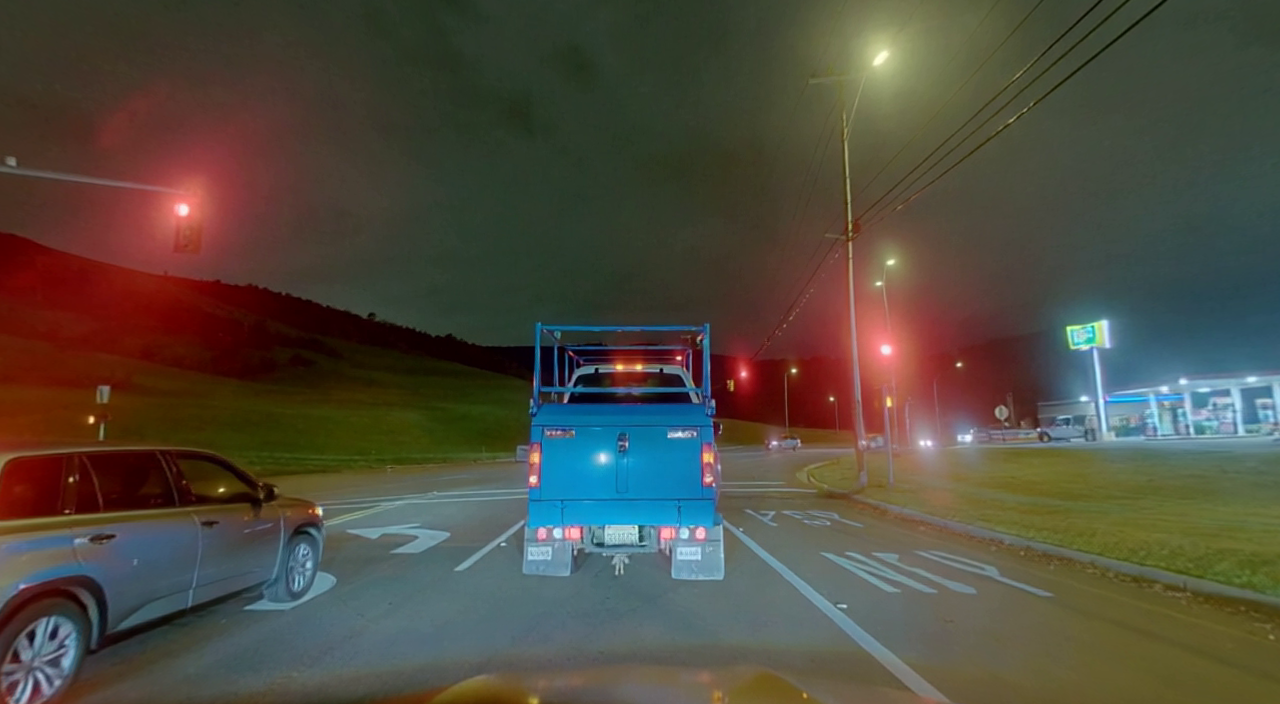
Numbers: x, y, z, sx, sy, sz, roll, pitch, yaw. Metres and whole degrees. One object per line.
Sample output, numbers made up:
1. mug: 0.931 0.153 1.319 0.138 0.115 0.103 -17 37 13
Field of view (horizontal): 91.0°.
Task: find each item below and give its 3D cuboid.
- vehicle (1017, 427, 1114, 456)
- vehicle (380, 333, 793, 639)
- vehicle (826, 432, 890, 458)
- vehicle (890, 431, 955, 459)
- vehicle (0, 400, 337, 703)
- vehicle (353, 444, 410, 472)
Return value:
1. vehicle: 25.565 5.401 37.917 4.419 1.496 1.854 -2 -9 1
2. vehicle: -0.423 1.326 7.198 2.859 2.144 5.406 0 -9 -1
3. vehicle: 16.090 6.841 46.316 4.975 1.799 2.117 7 -11 -39
4. vehicle: 19.194 6.323 42.688 5.021 1.757 2.012 7 -11 -41
5. vehicle: -3.960 1.191 3.970 2.017 1.555 4.150 -1 -9 0
6. vehicle: -17.117 7.021 41.902 2.133 1.690 4.331 0 -9 -3
